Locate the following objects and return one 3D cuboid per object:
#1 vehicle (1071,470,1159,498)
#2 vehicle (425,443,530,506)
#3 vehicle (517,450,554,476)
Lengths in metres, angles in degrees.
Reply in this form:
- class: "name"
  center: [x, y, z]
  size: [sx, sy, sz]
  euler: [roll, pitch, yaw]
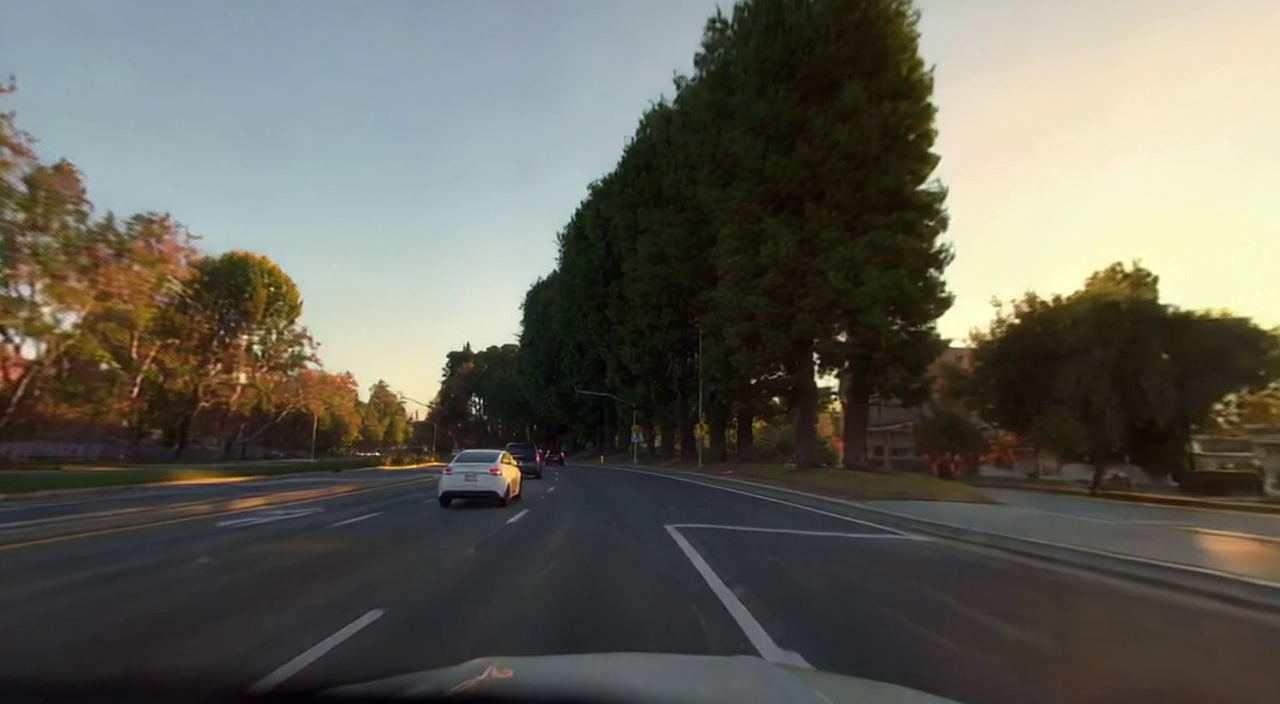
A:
- class: "vehicle"
  center: [35.230, 9.795, 47.086]
  size: [1.953, 1.686, 5.424]
  euler: [1, -9, -7]
- class: "vehicle"
  center: [-4.670, 3.556, 18.907]
  size: [2.098, 1.613, 4.606]
  euler: [0, -8, -3]
- class: "vehicle"
  center: [-6.407, 6.815, 39.105]
  size: [1.904, 1.476, 3.736]
  euler: [0, -8, -4]
